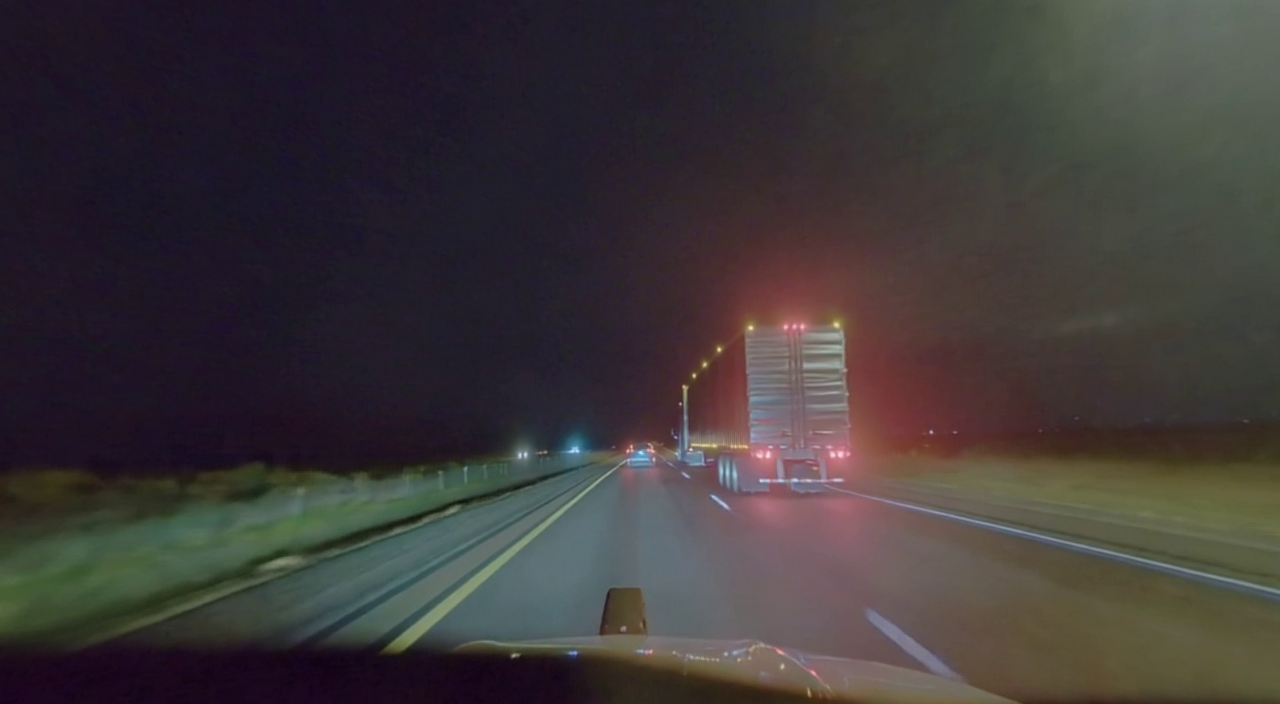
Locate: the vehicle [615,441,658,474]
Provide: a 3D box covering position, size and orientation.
[{"bbox_3d":[-0.157,5.179,31.161,1.968,1.515,4.025,0,-8,0],"label":"vehicle"}]

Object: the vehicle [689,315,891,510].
[{"bbox_3d":[3.763,2.419,21.379,2.929,4.158,15.921,0,-8,0],"label":"vehicle"}]
